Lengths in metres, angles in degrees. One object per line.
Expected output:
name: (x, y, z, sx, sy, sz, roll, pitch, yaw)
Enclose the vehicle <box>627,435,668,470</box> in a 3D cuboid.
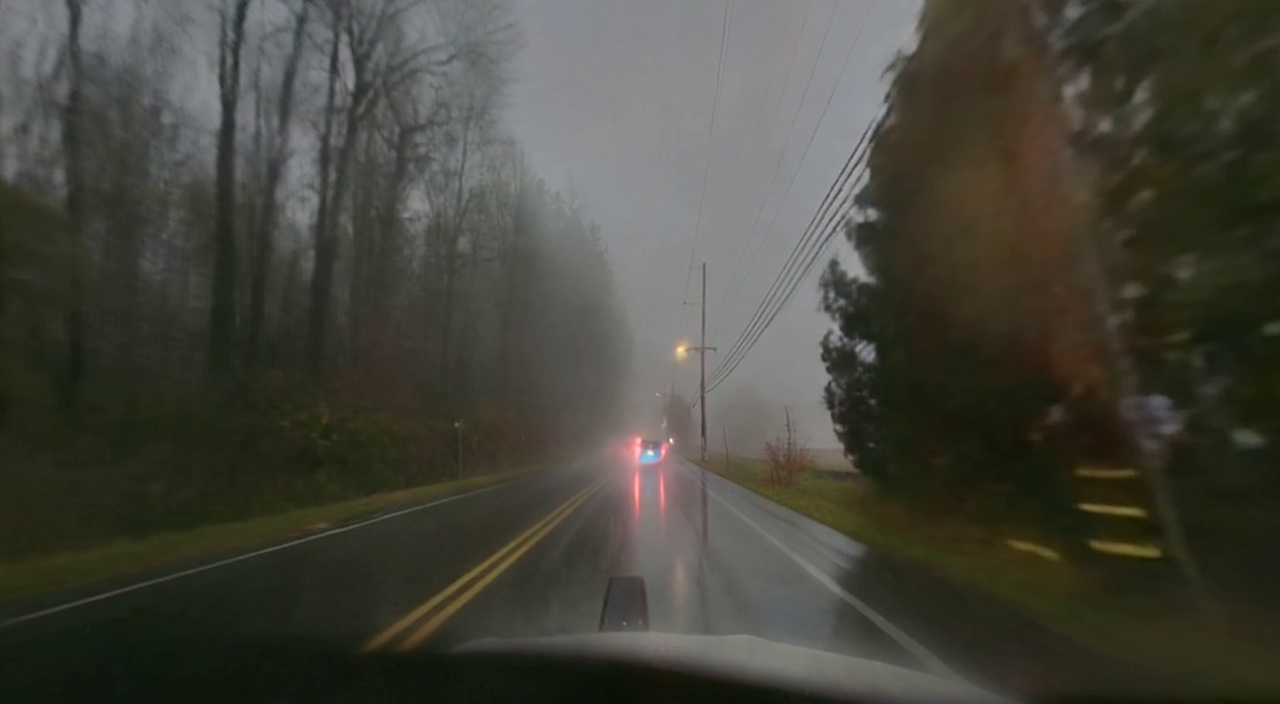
vehicle: (0.462, 6.385, 40.100, 2.468, 2.056, 4.422, 0, -9, 0)
